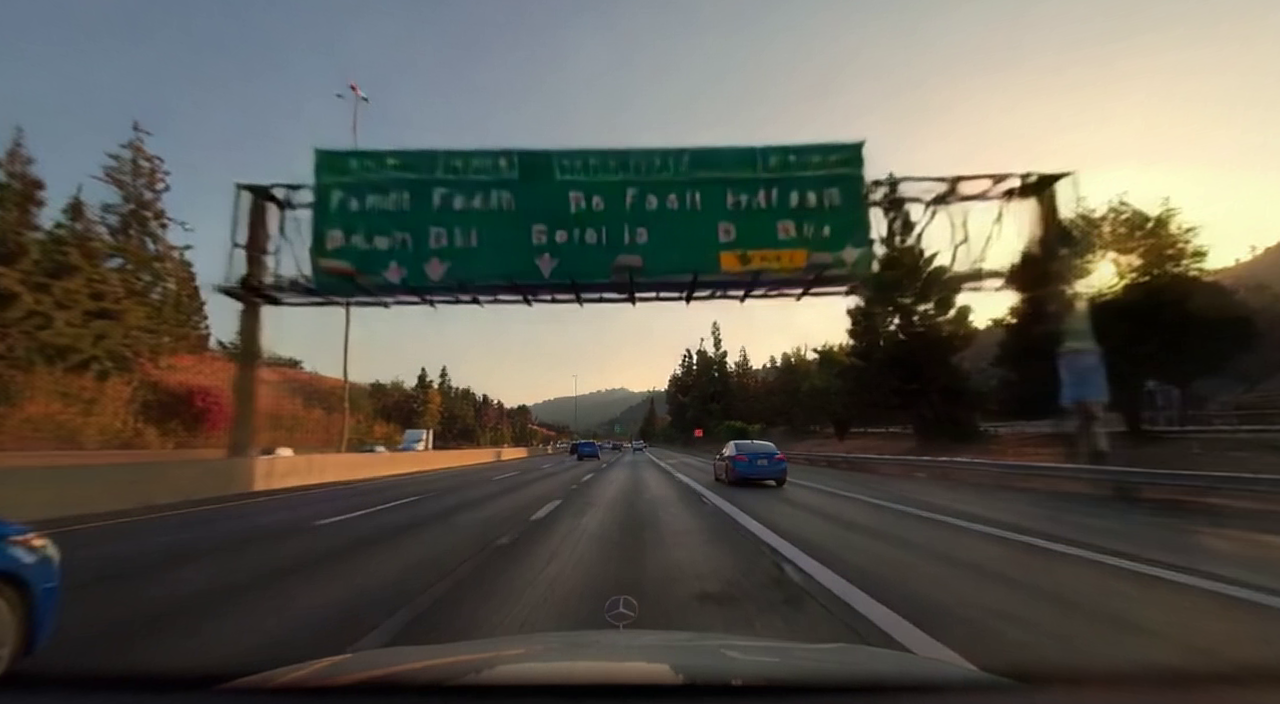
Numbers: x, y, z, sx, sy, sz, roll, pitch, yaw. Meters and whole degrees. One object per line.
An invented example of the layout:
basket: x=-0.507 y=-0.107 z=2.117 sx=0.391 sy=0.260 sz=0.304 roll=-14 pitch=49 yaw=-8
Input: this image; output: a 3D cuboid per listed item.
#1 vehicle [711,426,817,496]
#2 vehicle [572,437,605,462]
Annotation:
vehicle: x=3.305 y=3.026 z=17.759 sx=2.053 sy=1.714 sz=4.097 roll=0 pitch=-9 yaw=-2
vehicle: x=-3.894 y=7.467 z=48.424 sx=2.173 sy=1.793 sz=4.564 roll=0 pitch=-9 yaw=0
